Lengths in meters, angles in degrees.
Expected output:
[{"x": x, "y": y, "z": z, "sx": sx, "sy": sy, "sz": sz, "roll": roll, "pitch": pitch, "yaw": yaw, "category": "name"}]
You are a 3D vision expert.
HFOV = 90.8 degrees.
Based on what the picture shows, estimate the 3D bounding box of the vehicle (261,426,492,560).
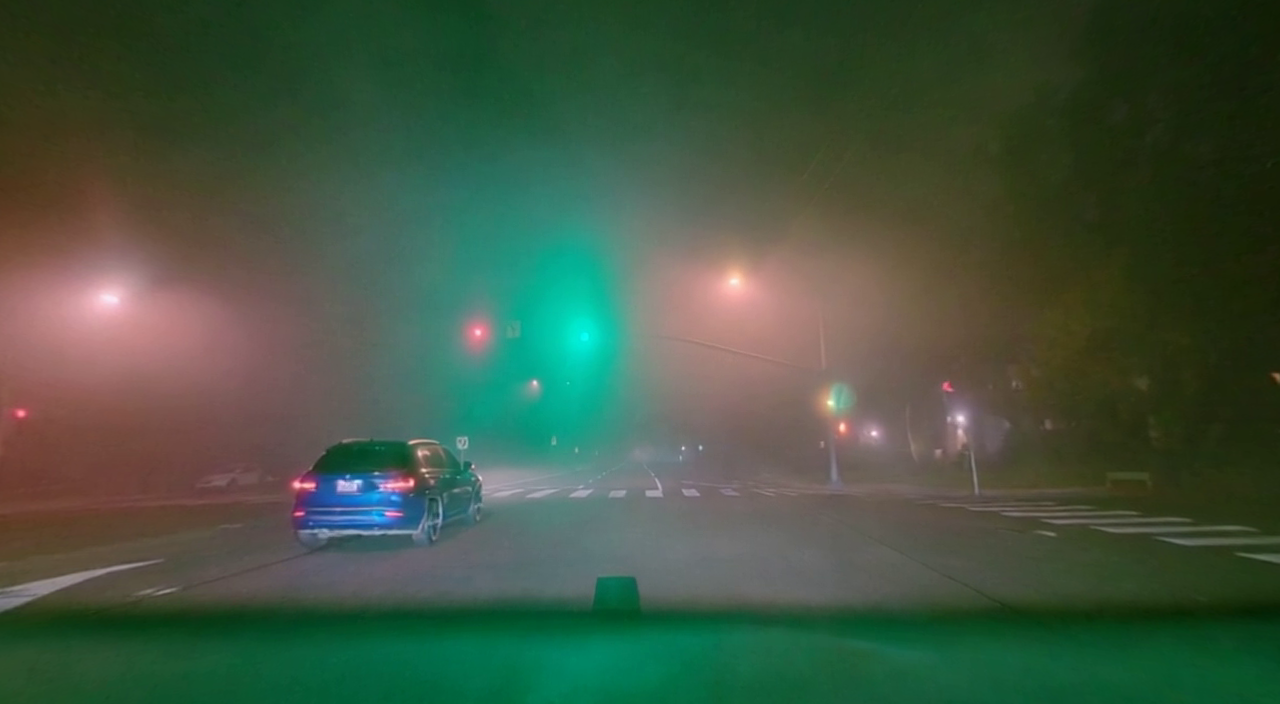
[{"x": -3.964, "y": 2.170, "z": 10.476, "sx": 1.993, "sy": 1.733, "sz": 4.262, "roll": 0, "pitch": -9, "yaw": -1, "category": "vehicle"}]
